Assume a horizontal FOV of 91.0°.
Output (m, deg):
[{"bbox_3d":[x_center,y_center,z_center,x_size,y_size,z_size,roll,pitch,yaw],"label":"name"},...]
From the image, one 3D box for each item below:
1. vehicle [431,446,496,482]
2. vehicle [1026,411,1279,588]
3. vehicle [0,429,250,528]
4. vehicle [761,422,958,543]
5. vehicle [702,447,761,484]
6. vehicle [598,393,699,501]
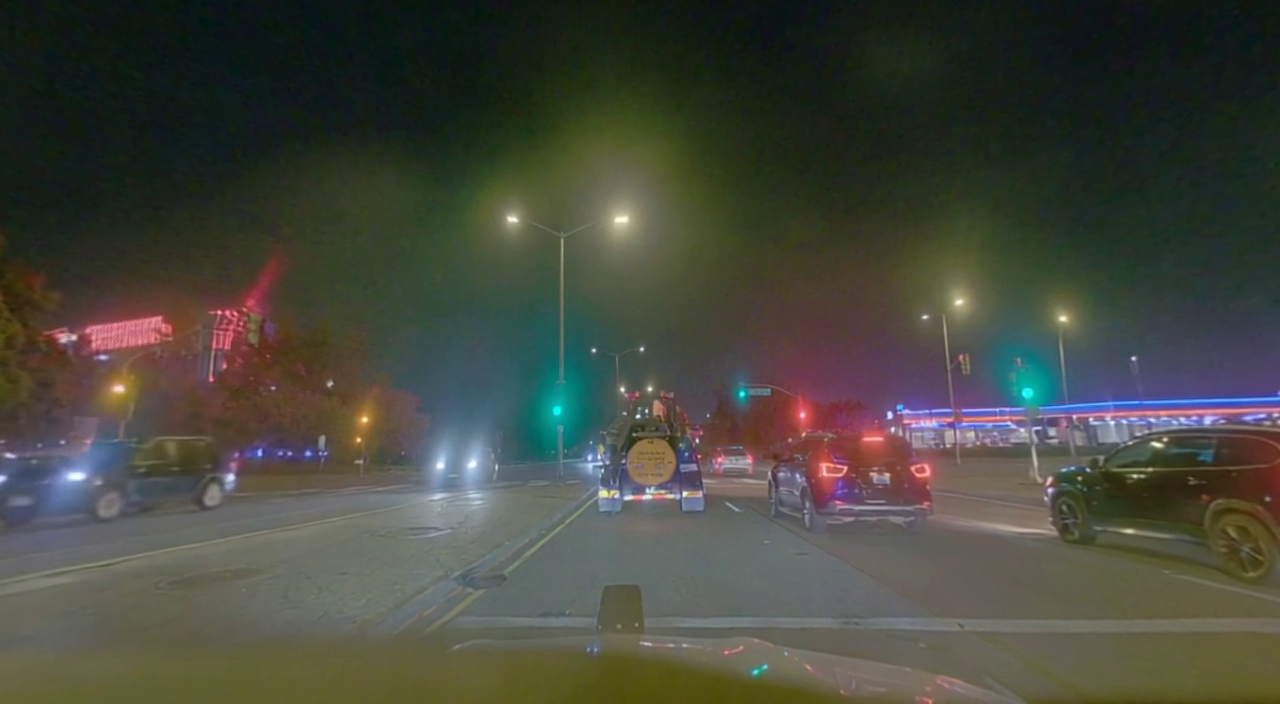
[{"bbox_3d":[-8.379,5.310,30.244,1.889,1.576,4.044,0,-9,1],"label":"vehicle"},{"bbox_3d":[7.188,1.685,7.781,1.982,1.698,4.408,0,-9,0],"label":"vehicle"},{"bbox_3d":[-11.832,2.788,14.586,2.163,1.858,5.318,0,-9,0],"label":"vehicle"},{"bbox_3d":[3.637,2.240,11.446,2.025,1.754,4.311,0,-9,0],"label":"vehicle"},{"bbox_3d":[4.043,5.066,28.529,1.967,1.515,4.378,0,-9,-1],"label":"vehicle"},{"bbox_3d":[0.248,2.518,16.974,2.370,2.518,3.858,-1,-8,1],"label":"vehicle"}]
